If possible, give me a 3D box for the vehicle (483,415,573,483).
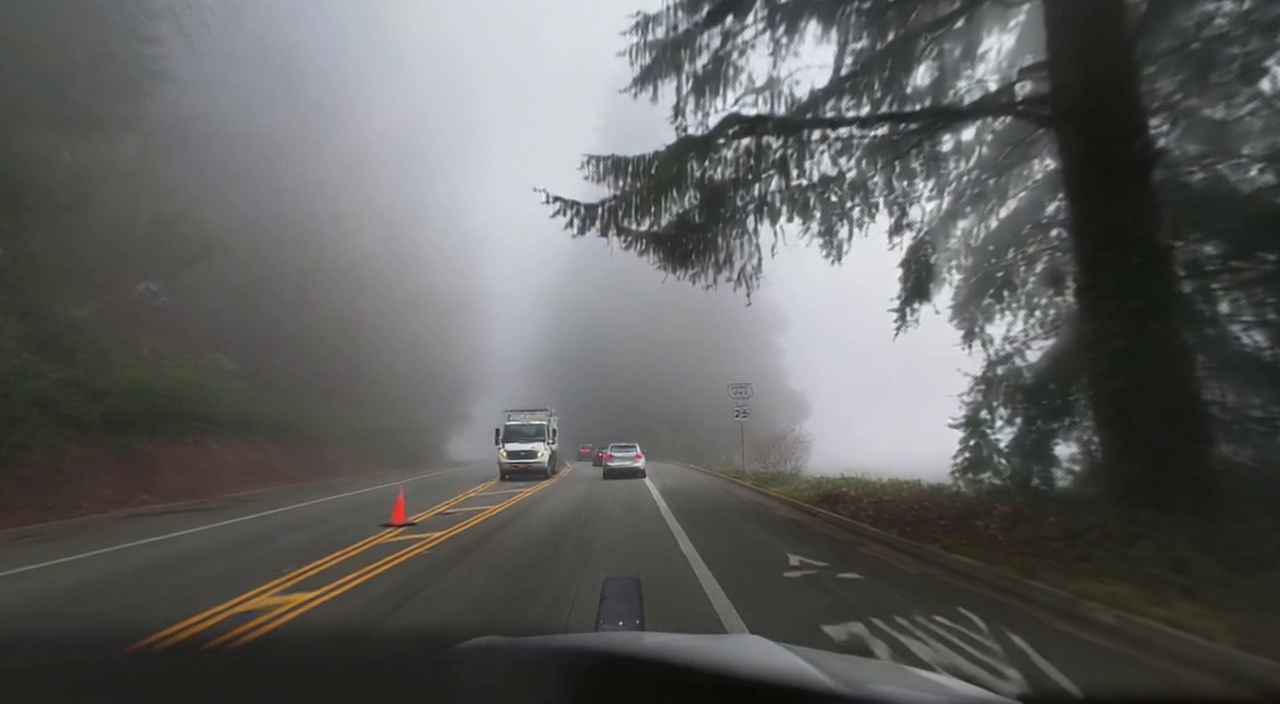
[{"bbox_3d":[-3.730,3.416,22.384,2.671,2.053,6.074,1,-9,-6],"label":"vehicle"}]

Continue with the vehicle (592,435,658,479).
[{"bbox_3d":[-0.584,3.809,23.180,2.186,1.463,4.356,0,-8,-3],"label":"vehicle"}]
